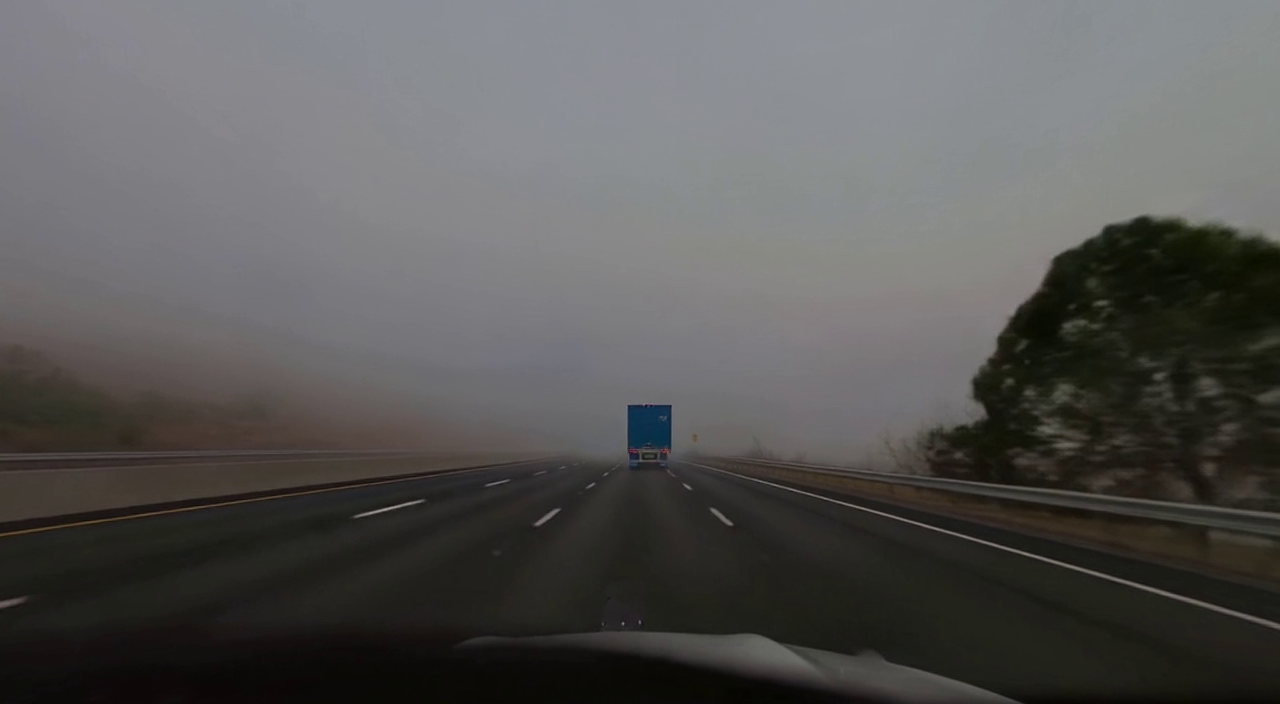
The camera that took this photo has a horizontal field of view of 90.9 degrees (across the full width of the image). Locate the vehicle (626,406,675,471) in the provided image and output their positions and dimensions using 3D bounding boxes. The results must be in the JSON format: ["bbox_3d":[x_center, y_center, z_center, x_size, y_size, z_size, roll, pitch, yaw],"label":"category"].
[{"bbox_3d":[0.569,6.290,45.057,3.055,4.009,10.972,0,-9,-1],"label":"vehicle"}]
